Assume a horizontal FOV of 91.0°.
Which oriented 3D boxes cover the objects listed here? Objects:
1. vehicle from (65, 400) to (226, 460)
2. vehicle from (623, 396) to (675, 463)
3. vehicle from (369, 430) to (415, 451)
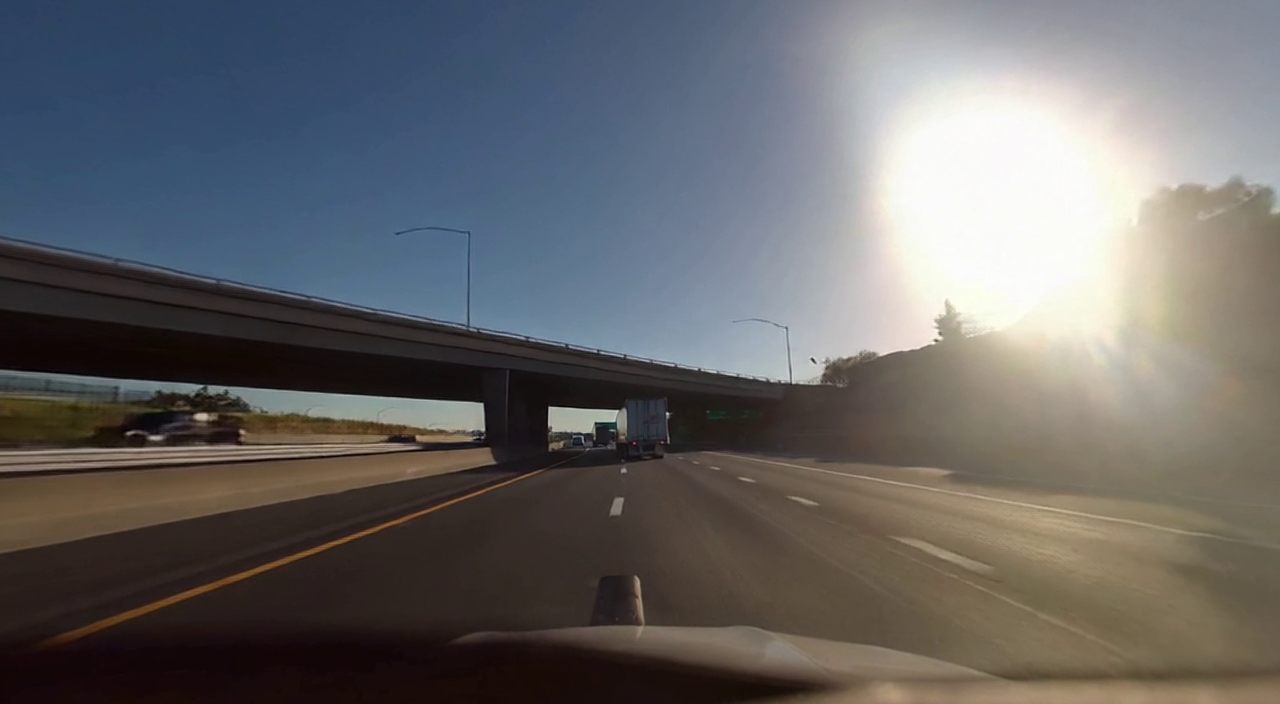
[{"bbox_3d":[-22.479,3.656,29.122,2.435,2.471,6.167,0,-8,-1],"label":"vehicle"},{"bbox_3d":[0.799,5.683,45.319,3.153,4.080,13.081,-1,-8,2],"label":"vehicle"},{"bbox_3d":[-18.769,6.719,47.763,1.810,1.522,4.275,0,-8,-2],"label":"vehicle"}]
